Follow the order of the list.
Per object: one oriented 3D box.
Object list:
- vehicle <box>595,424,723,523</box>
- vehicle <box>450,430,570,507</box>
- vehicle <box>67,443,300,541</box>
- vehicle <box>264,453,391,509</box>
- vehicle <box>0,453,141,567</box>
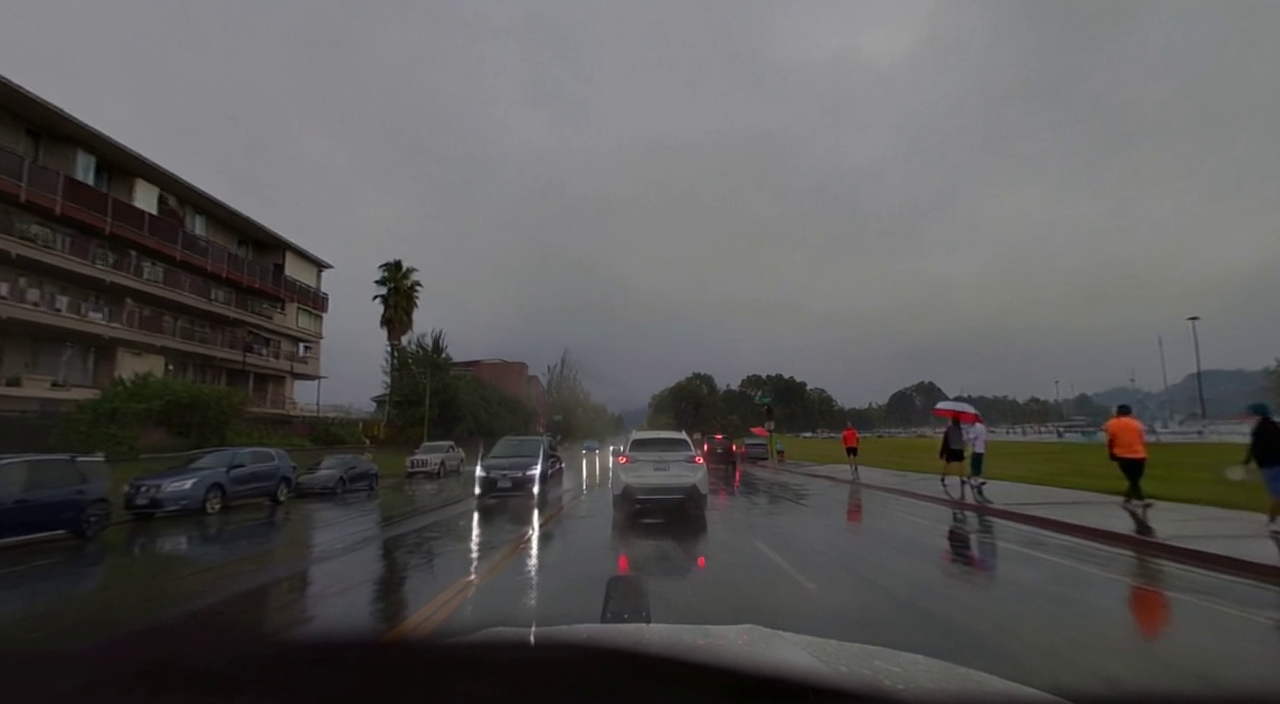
[{"bbox_3d":[0.293,2.323,12.525,2.132,1.632,3.838,0,-9,0],"label":"vehicle"},{"bbox_3d":[-3.149,2.946,16.341,2.086,1.702,4.451,-1,-9,1],"label":"vehicle"},{"bbox_3d":[-10.367,3.122,14.927,1.940,1.816,4.721,-1,-8,1],"label":"vehicle"},{"bbox_3d":[-10.214,4.212,21.081,1.860,1.487,4.658,-1,-8,0],"label":"vehicle"},{"bbox_3d":[-10.449,2.421,9.741,1.869,1.647,4.281,-1,-9,1],"label":"vehicle"}]
